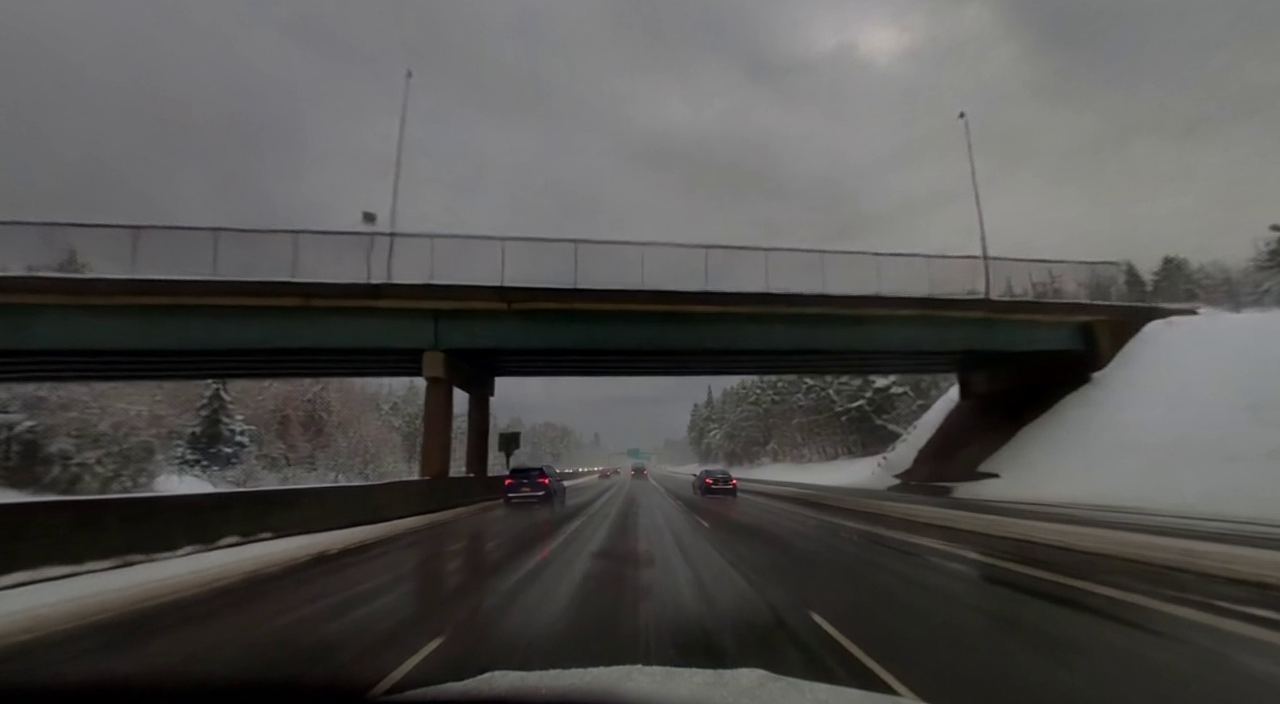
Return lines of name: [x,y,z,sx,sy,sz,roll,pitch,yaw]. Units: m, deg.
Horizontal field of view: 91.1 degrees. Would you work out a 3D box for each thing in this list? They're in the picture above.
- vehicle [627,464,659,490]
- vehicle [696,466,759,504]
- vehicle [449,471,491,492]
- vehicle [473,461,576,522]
vehicle: [0.230,8.845,44.428,2.181,1.698,4.056,0,-10,0]
vehicle: [3.810,5.921,28.209,2.092,1.518,4.348,1,-10,-1]
vehicle: [-12.466,9.480,46.191,1.795,1.456,4.329,0,-10,1]
vehicle: [-3.197,3.992,18.352,2.099,1.516,4.308,0,-10,1]
